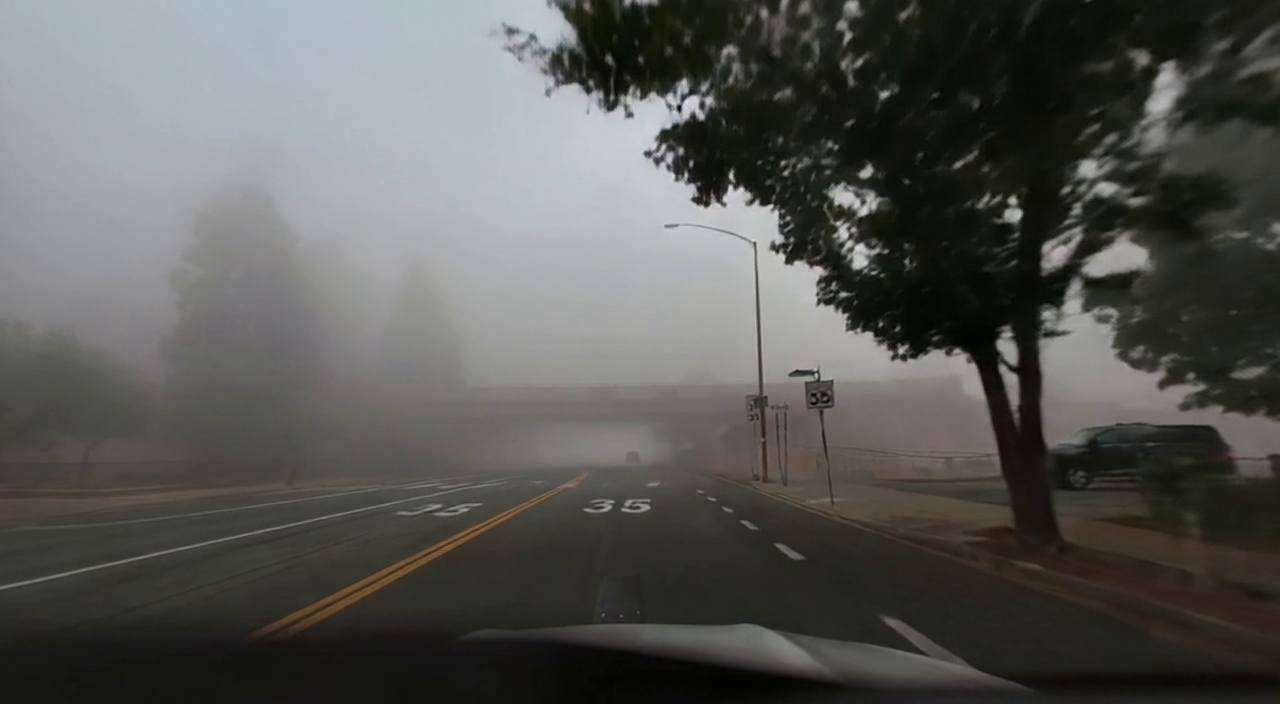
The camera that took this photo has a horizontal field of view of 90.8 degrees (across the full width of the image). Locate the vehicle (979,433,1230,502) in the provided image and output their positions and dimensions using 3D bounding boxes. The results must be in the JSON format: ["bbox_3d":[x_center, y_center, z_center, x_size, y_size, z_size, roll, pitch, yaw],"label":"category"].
[{"bbox_3d":[11.354,2.820,15.859,1.809,1.432,4.629,5,-10,-31],"label":"vehicle"}]
